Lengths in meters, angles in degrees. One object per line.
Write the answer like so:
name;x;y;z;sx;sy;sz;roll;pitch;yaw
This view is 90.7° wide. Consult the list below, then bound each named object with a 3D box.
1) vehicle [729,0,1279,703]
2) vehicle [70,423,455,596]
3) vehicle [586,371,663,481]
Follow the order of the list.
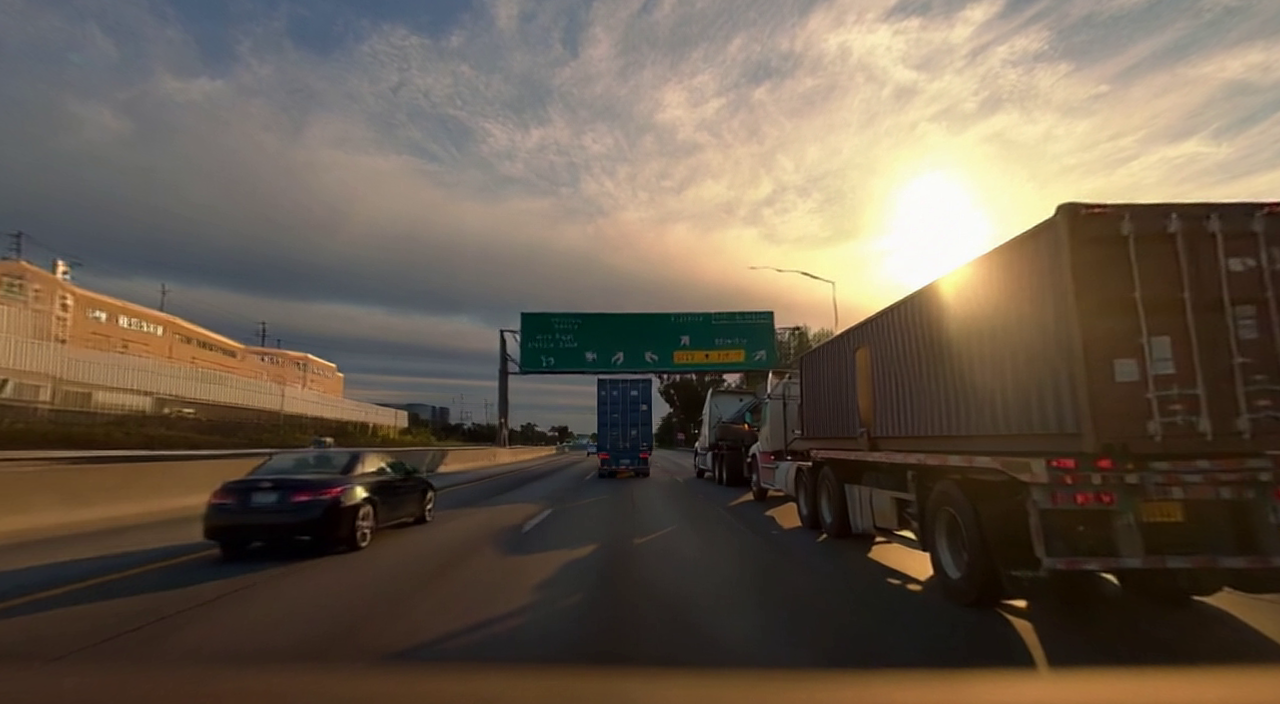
vehicle;3.801;0.680;9.667;2.803;4.072;12.744;0;-9;-1
vehicle;-3.965;1.717;7.858;1.994;1.471;4.591;0;-9;-1
vehicle;-0.519;3.661;29.822;2.841;4.071;12.046;-1;-9;1
